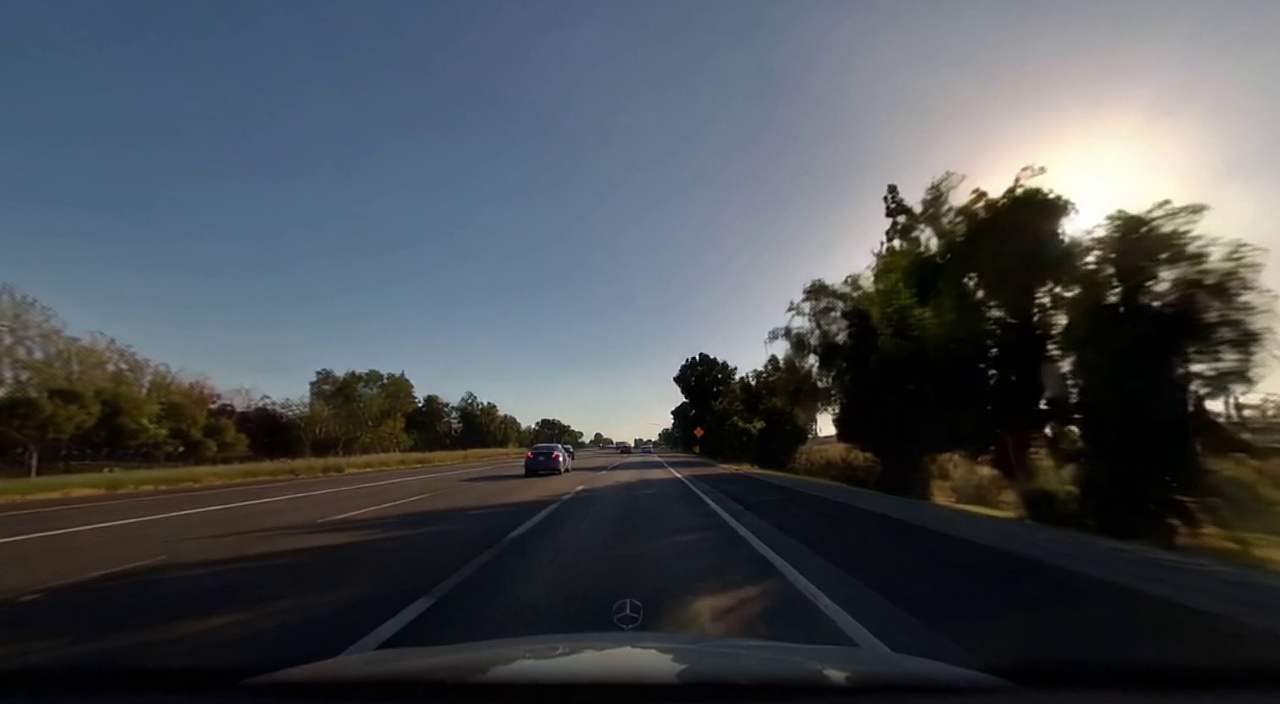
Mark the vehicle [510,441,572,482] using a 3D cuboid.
[{"bbox_3d":[-3.874,4.319,25.220,1.786,1.488,4.023,0,-8,1],"label":"vehicle"}]
